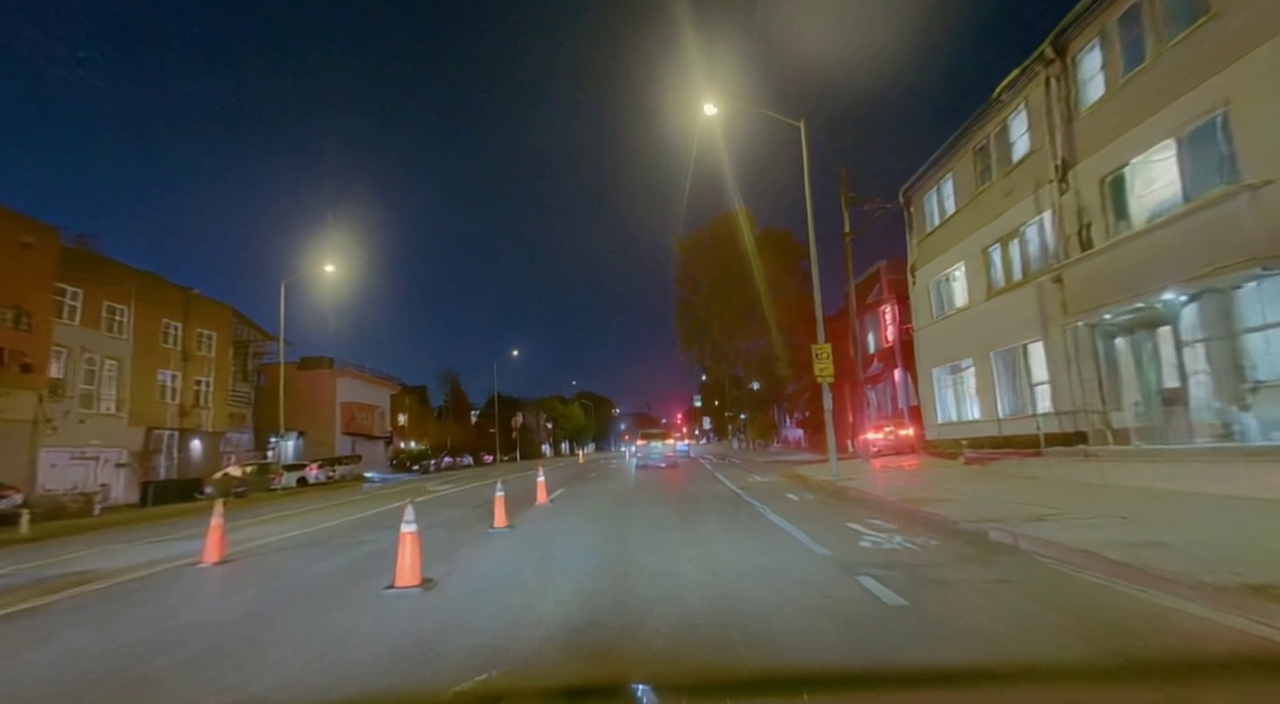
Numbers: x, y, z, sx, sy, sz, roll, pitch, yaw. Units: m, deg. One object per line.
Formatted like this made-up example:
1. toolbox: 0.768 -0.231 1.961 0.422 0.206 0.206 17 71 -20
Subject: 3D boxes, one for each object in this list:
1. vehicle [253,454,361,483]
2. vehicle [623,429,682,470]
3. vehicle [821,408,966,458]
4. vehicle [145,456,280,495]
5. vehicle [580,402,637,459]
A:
1. vehicle: -18.763 6.543 35.690 4.952 1.510 2.115 -1 -7 5
2. vehicle: 0.520 3.845 25.390 2.159 1.506 4.086 0 -7 2
3. vehicle: 10.200 3.288 25.708 4.859 1.914 2.333 0 -7 -4
4. vehicle: -19.678 5.680 29.245 4.696 1.513 2.243 -1 -7 3
5. vehicle: -1.828 5.312 42.931 2.977 3.271 12.748 0 -7 1
